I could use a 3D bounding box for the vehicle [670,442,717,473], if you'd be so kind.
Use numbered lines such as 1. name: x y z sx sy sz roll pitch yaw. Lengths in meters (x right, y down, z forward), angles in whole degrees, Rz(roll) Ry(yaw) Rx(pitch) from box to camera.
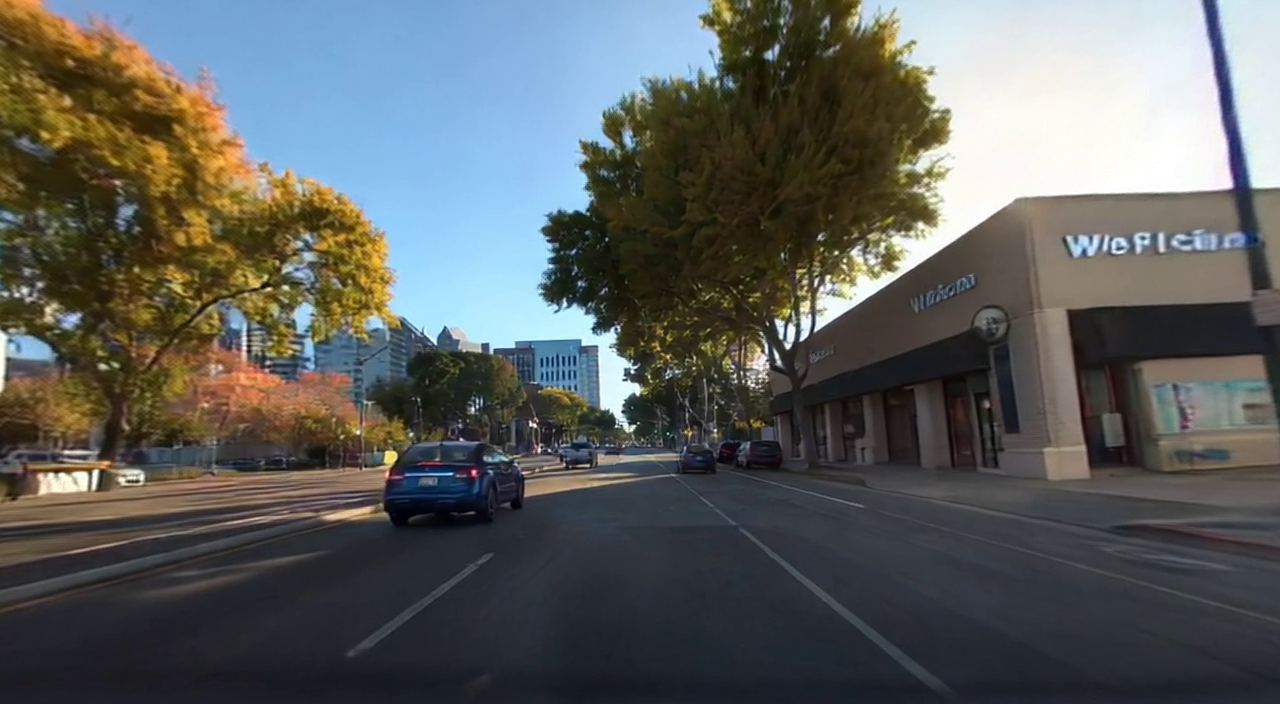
1. vehicle: 2.741 5.566 33.551 1.961 1.482 4.538 0 -9 -2

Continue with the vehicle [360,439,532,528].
1. vehicle: -3.598 2.514 12.718 2.060 1.466 4.387 0 -9 0

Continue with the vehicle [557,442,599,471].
1. vehicle: -3.876 6.642 40.462 2.145 1.694 4.642 0 -8 1

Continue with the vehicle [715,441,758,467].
1. vehicle: 6.373 6.802 42.143 1.983 1.618 4.108 0 -9 -3

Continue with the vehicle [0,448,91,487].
1. vehicle: -29.393 5.441 29.733 4.987 1.709 2.267 -1 -9 2

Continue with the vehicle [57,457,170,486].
1. vehicle: -29.366 6.683 35.337 4.604 1.498 1.899 0 -9 1

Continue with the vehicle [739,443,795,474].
1. vehicle: 6.601 5.544 33.234 1.896 1.479 4.416 0 -8 -2
